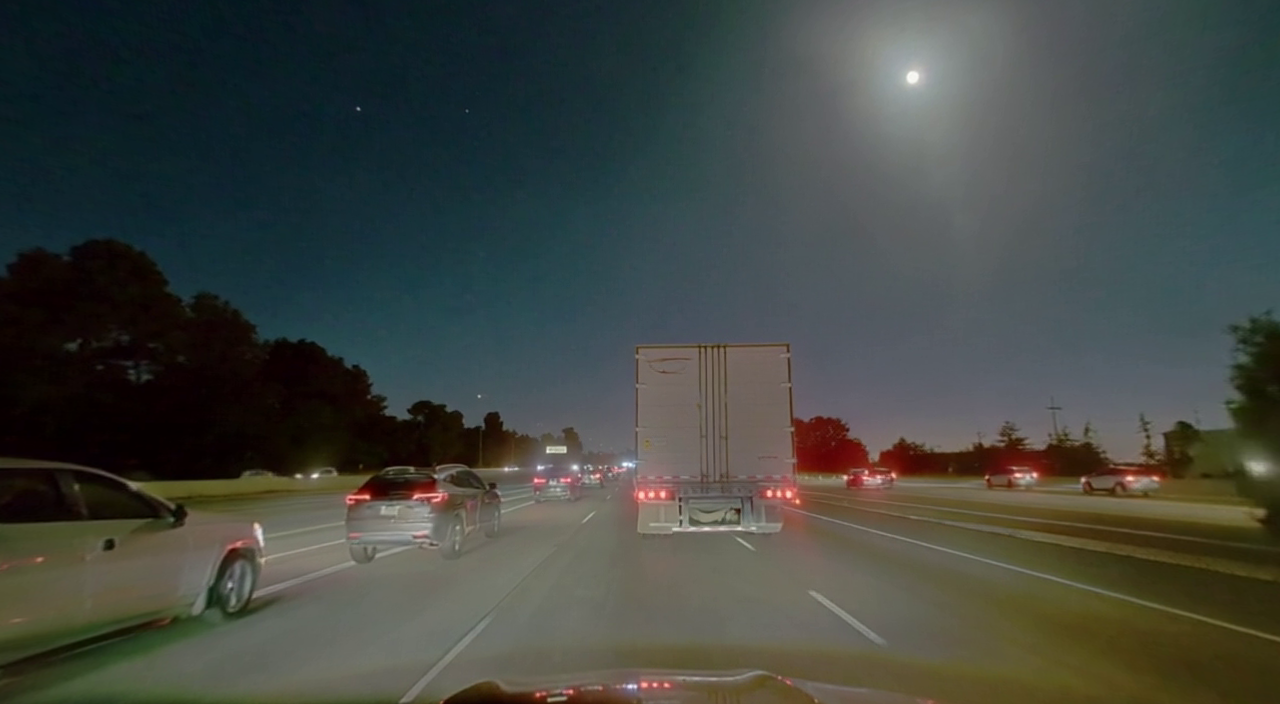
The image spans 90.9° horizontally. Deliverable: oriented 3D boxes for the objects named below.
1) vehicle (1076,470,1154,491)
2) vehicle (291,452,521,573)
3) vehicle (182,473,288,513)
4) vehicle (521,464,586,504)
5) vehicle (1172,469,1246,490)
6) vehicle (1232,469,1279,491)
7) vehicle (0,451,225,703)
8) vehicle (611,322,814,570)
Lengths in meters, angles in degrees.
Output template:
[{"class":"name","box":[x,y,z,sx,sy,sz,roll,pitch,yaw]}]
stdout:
[{"class":"vehicle","box":[36.004,9.734,47.850,4.299,1.465,1.807,-1,-11,7]},{"class":"vehicle","box":[-3.491,2.524,10.574,1.983,1.509,4.679,0,-11,1]},{"class":"vehicle","box":[-17.420,6.064,27.372,1.844,1.500,3.914,0,-11,2]},{"class":"vehicle","box":[-3.521,5.482,26.344,1.964,1.482,4.371,0,-11,2]},{"class":"vehicle","box":[43.210,9.708,47.879,3.974,1.485,1.709,1,-11,-4]},{"class":"vehicle","box":[49.265,10.024,49.329,4.681,1.572,1.862,3,-11,-15]},{"class":"vehicle","box":[-4.232,1.066,2.480,2.043,1.391,4.515,0,-11,1]},{"class":"vehicle","box":[1.121,2.086,13.399,2.831,3.529,8.689,0,-11,1]}]
